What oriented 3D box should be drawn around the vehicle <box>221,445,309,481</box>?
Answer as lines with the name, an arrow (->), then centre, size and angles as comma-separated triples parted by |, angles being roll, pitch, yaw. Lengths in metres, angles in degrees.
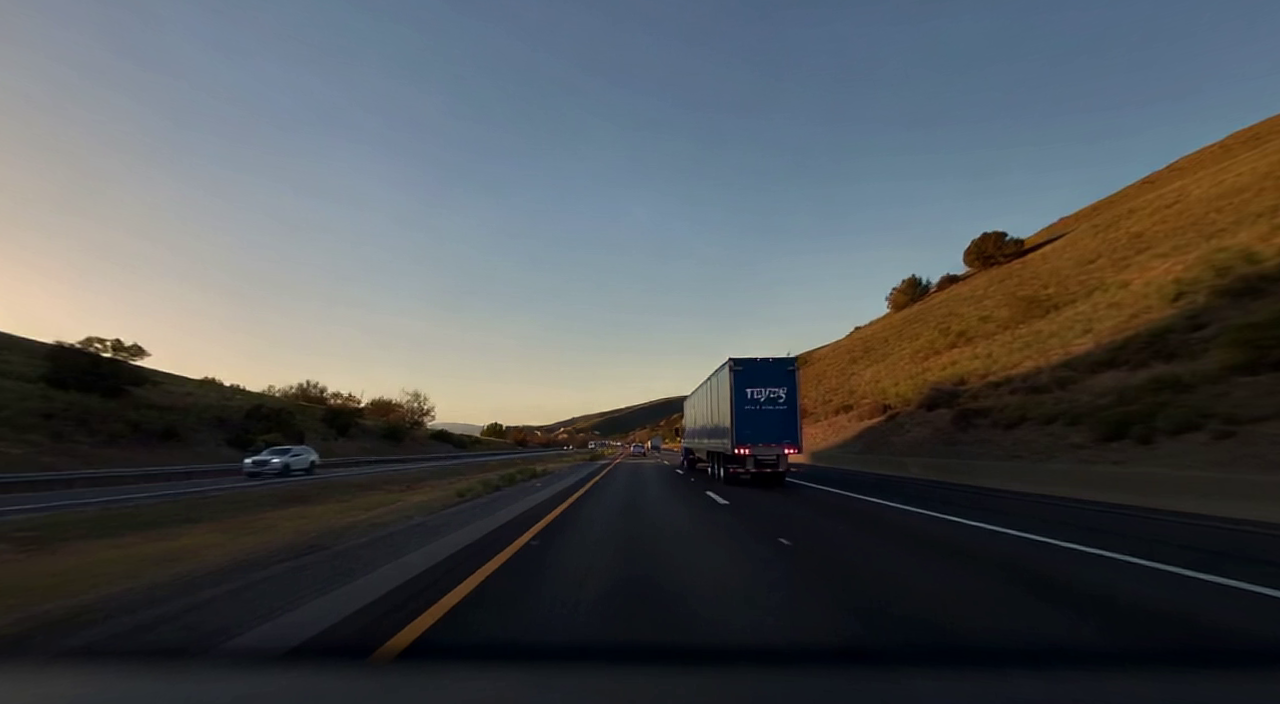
vehicle -> -20.794, 6.150, 35.346 | 2.052, 1.887, 4.709 | 0, -9, -1

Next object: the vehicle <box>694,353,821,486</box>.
vehicle -> 4.214, 2.881, 25.379 | 3.039, 4.342, 9.556 | 0, -9, -1
